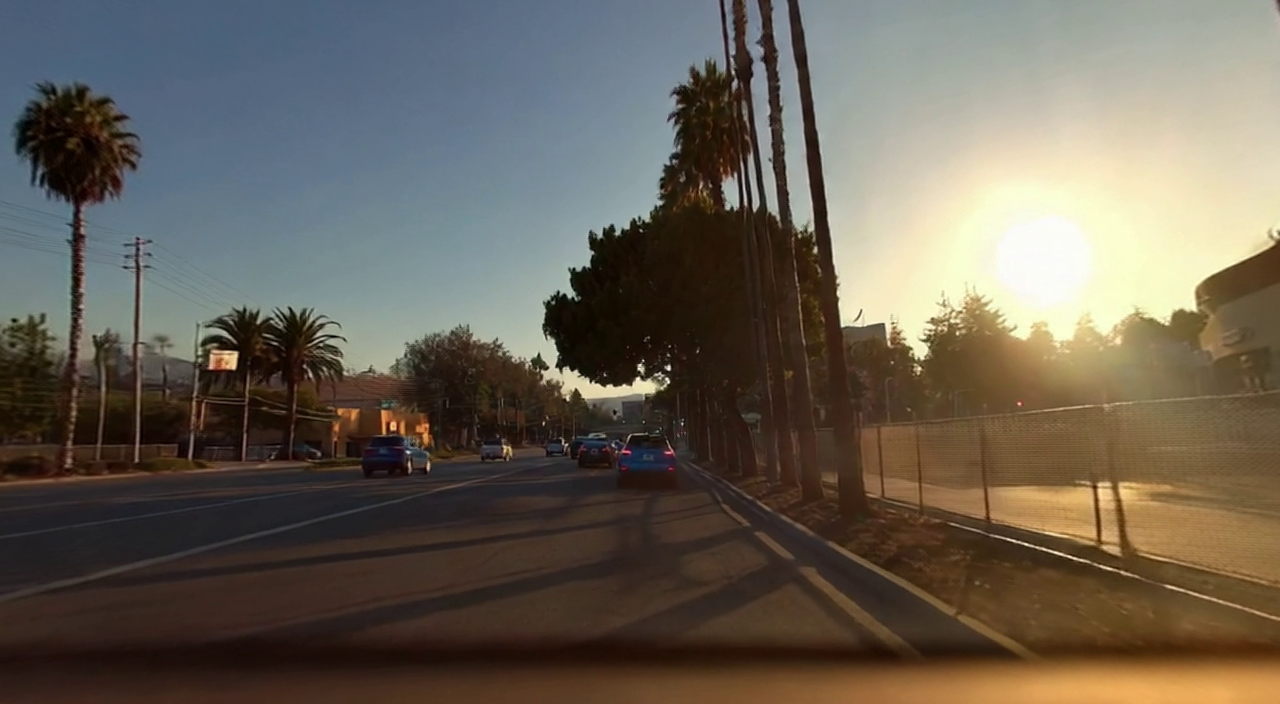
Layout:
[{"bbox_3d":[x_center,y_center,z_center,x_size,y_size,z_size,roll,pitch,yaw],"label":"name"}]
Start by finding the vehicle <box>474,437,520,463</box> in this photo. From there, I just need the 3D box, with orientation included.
[{"bbox_3d":[-10.182,6.958,45.011,1.998,1.731,4.952,0,-8,1],"label":"vehicle"}]

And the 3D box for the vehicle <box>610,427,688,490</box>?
[{"bbox_3d":[0.300,3.181,19.136,2.121,1.710,3.893,0,-8,2],"label":"vehicle"}]

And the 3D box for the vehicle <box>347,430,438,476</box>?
[{"bbox_3d":[-10.252,4.205,26.395,1.965,1.743,4.327,0,-8,2],"label":"vehicle"}]

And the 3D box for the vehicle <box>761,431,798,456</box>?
[{"bbox_3d":[8.664,5.641,38.851,1.837,1.416,3.947,-2,-8,18],"label":"vehicle"}]
